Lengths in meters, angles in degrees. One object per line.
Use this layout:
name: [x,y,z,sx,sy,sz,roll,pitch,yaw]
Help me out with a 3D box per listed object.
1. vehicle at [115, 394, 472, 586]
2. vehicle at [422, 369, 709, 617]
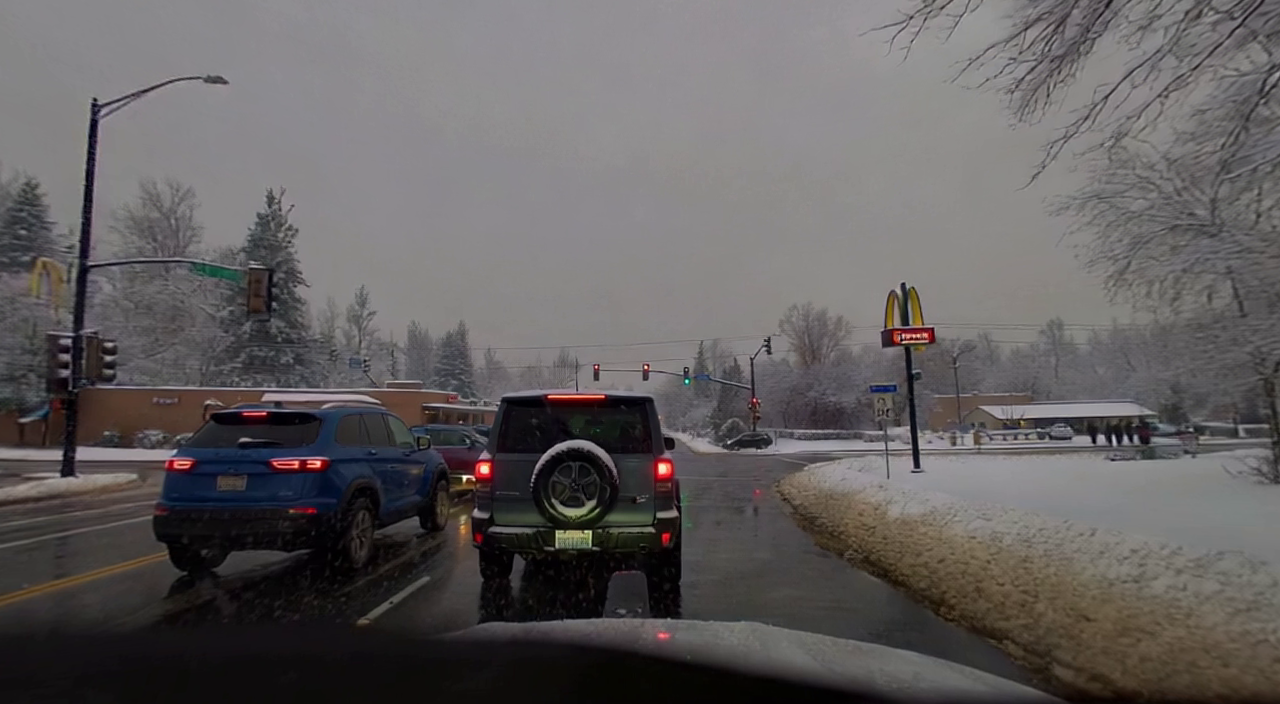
vehicle: [-3.904,1.643,8.327,2.130,1.819,4.497,0,-8,0]
vehicle: [-0.622,1.438,7.330,2.224,1.923,4.643,0,-8,-1]
